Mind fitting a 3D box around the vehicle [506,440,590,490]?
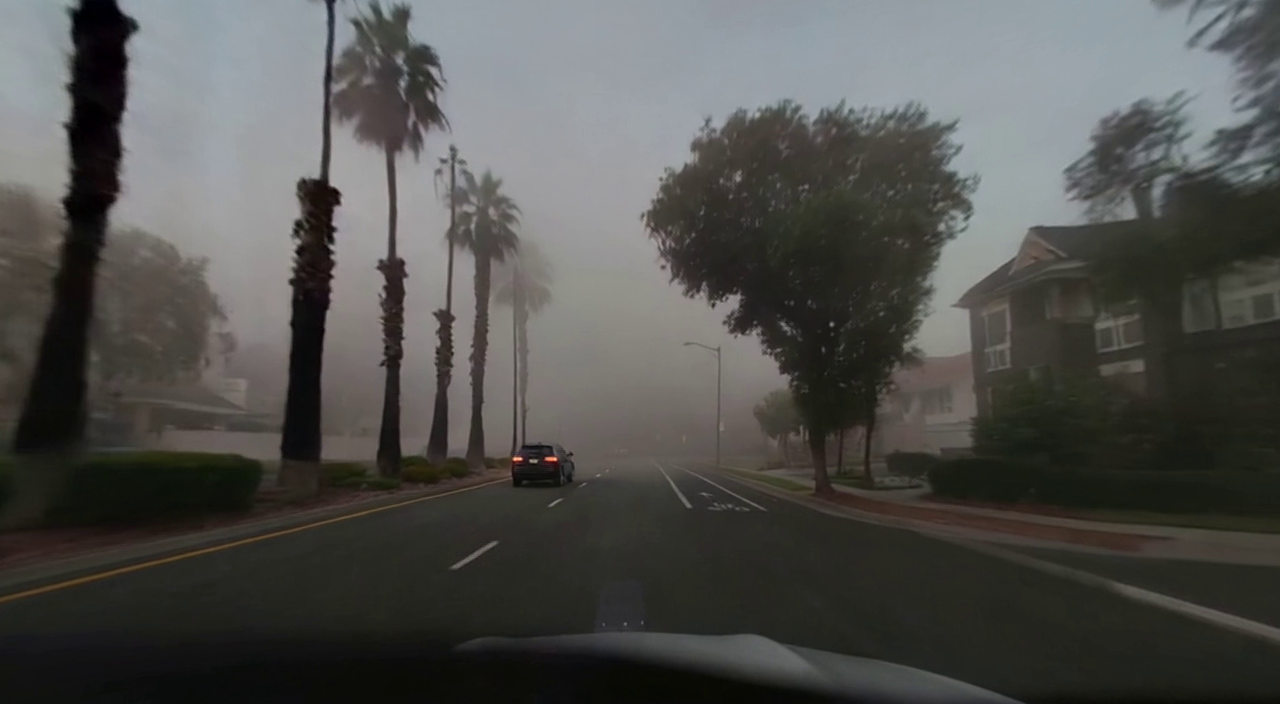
[{"bbox_3d":[-2.977,3.790,21.493,2.075,1.498,4.730,0,-9,1],"label":"vehicle"}]
